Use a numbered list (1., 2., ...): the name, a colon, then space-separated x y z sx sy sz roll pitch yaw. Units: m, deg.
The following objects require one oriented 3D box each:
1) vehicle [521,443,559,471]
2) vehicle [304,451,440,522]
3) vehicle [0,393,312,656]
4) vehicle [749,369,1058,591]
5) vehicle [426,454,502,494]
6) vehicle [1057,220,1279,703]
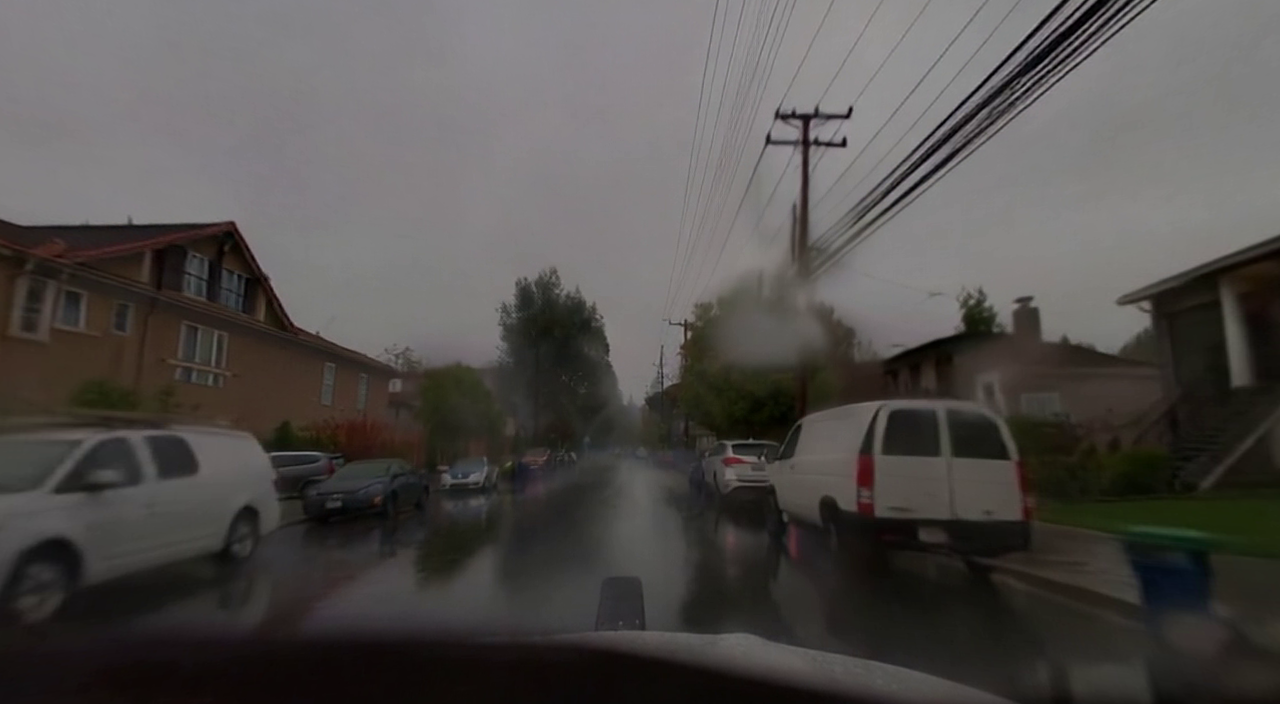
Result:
1. vehicle: -7.437 7.821 47.364 2.183 1.972 4.817 0 -8 -2
2. vehicle: -6.641 3.338 16.305 1.866 1.474 4.753 0 -8 -6
3. vehicle: -5.972 1.655 7.173 2.059 1.969 4.925 0 -8 -3
4. vehicle: 3.126 1.650 8.907 2.295 2.279 4.578 0 -8 0
5. vehicle: -6.857 4.754 25.074 1.958 1.359 4.357 0 -8 -3
6. vehicle: 3.237 0.362 0.292 2.237 2.071 5.332 0 -8 -2
